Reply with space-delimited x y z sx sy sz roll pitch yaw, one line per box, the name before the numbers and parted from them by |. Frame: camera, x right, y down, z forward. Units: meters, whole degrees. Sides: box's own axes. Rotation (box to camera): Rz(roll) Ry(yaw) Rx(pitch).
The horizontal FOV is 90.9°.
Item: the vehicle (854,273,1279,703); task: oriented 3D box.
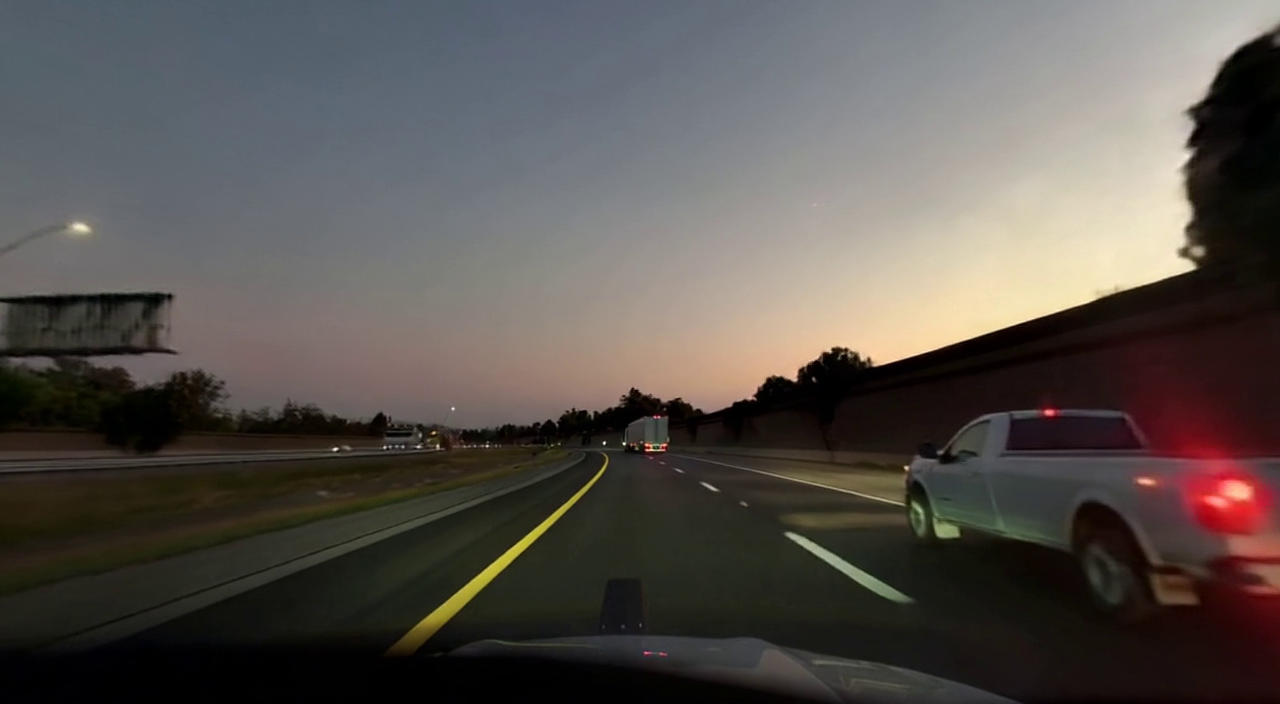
vehicle | 4.010 1.008 5.357 2.383 1.959 5.669 0 -8 0
